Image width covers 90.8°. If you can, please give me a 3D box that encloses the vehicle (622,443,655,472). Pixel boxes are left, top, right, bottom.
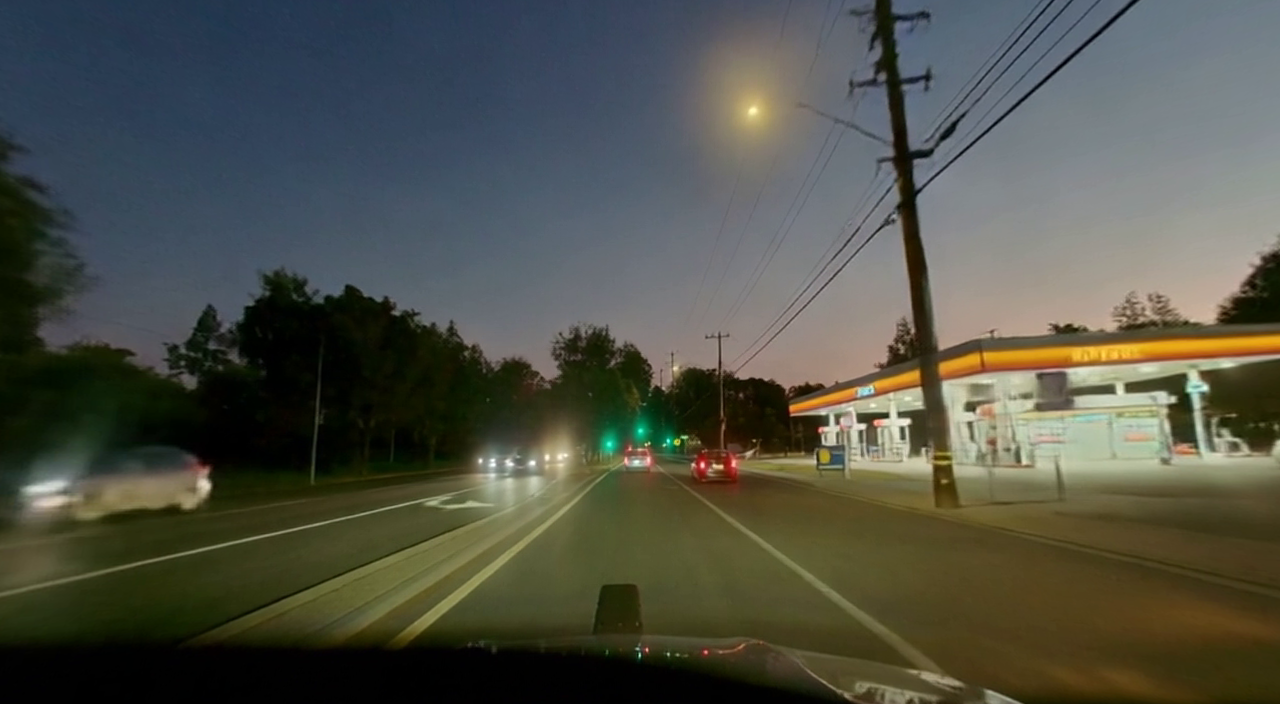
[{"bbox_3d":[-0.120,7.096,42.768,2.163,1.825,4.073,-1,-8,-1],"label":"vehicle"}]

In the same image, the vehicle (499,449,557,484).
[{"bbox_3d":[-5.172,5.331,29.778,2.032,1.487,4.413,0,-8,-1],"label":"vehicle"}]

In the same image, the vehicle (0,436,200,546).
[{"bbox_3d":[-11.662,2.655,12.786,2.165,1.810,4.607,-1,-8,0],"label":"vehicle"}]

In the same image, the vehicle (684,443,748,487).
[{"bbox_3d":[3.022,4.580,25.988,1.990,1.592,4.294,0,-8,-1],"label":"vehicle"}]
